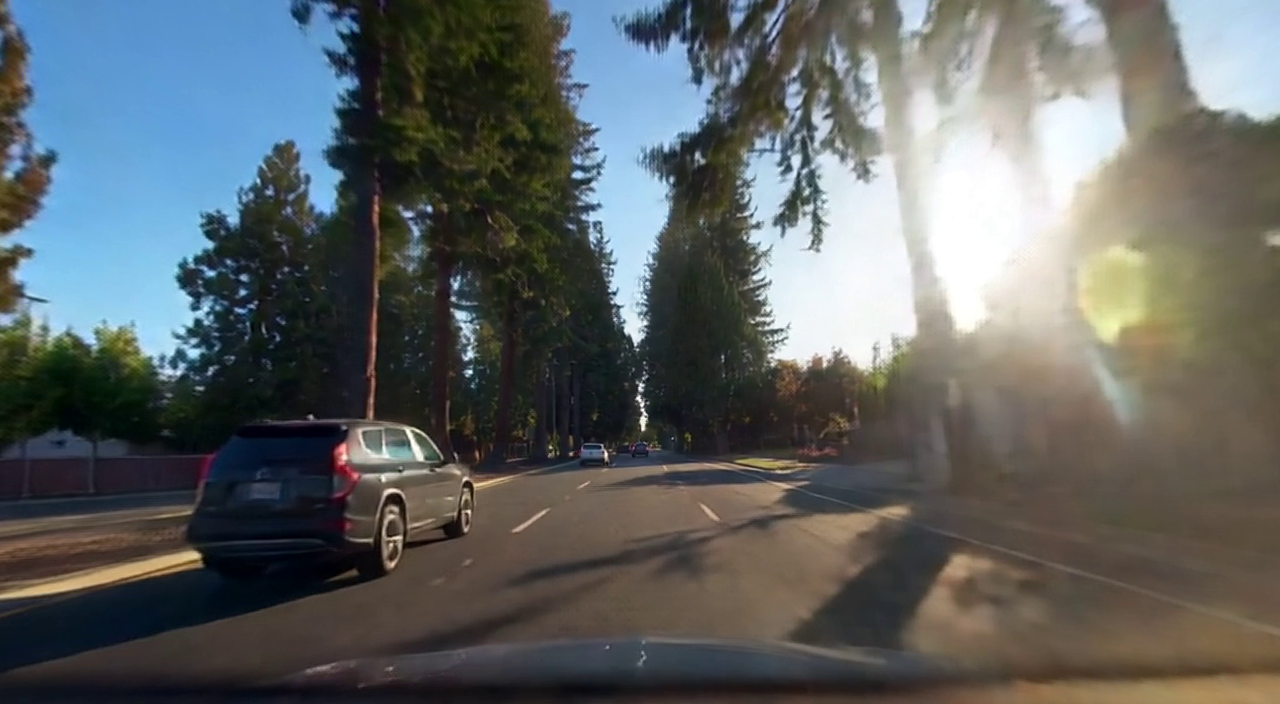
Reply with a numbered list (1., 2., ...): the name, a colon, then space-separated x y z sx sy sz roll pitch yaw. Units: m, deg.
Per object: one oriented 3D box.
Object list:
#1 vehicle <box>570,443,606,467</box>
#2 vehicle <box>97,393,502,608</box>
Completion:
1. vehicle: -3.397 6.801 41.823 2.021 1.466 4.330 0 -9 1
2. vehicle: -3.201 1.521 7.374 2.058 1.671 4.704 0 -9 1
